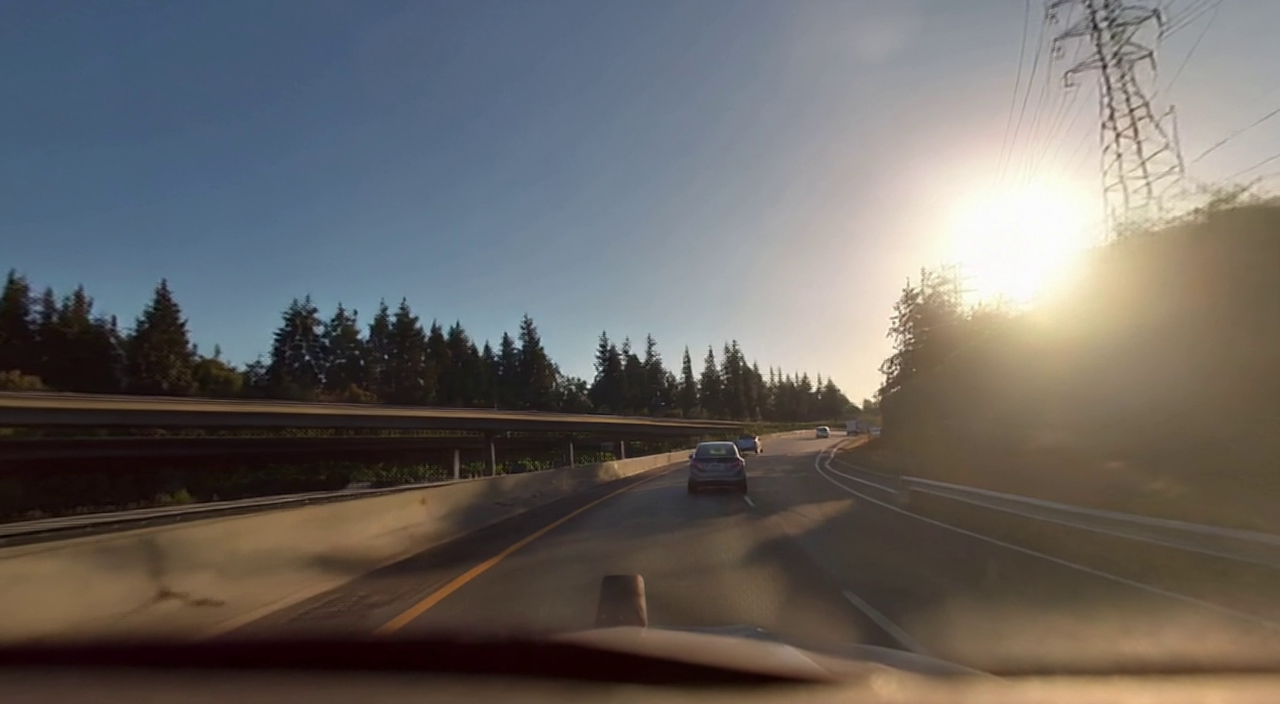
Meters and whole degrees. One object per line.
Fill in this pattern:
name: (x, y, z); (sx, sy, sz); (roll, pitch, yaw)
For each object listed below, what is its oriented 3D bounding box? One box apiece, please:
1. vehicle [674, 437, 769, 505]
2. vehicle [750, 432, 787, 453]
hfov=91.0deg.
vehicle: (2.085, 2.981, 16.254); (2.091, 1.482, 4.321); (-1, -9, 7)
vehicle: (9.581, 6.709, 46.625); (1.931, 1.485, 4.191); (-3, -9, 21)
